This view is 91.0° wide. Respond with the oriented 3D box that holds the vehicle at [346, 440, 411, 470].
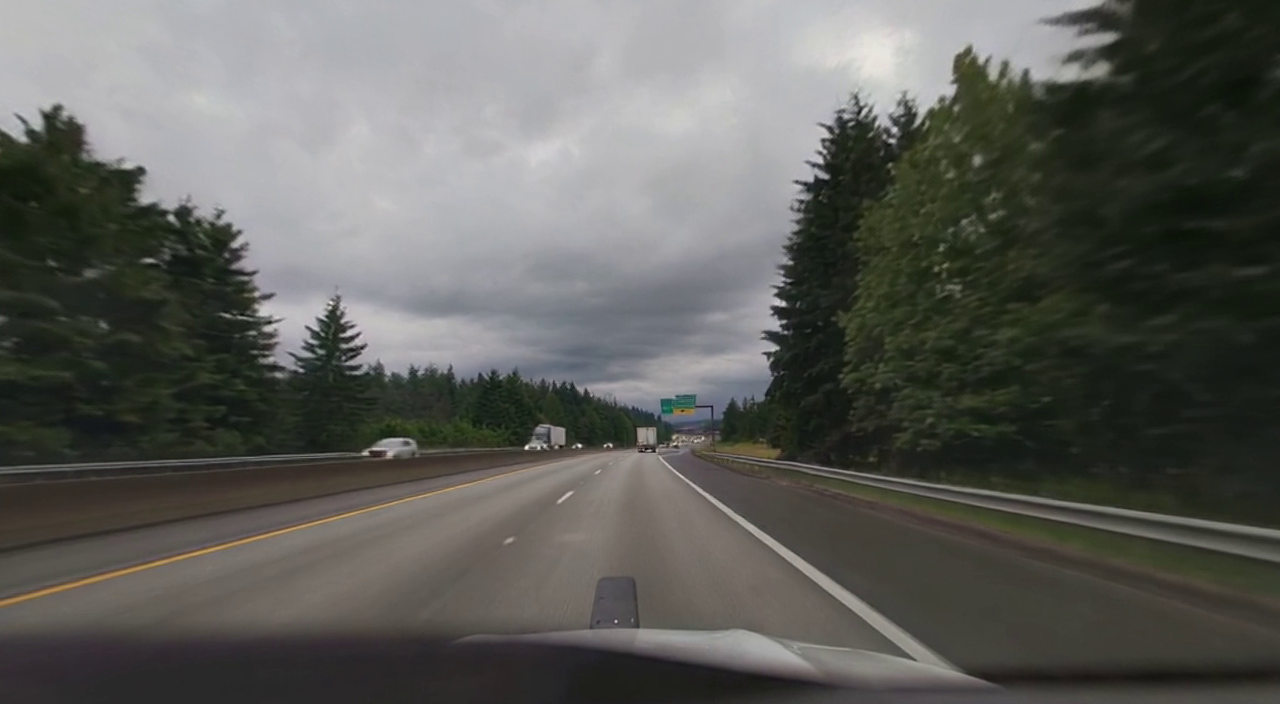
[{"bbox_3d":[-14.721,5.784,35.660,1.947,1.587,4.035,-1,-8,0],"label":"vehicle"}]
